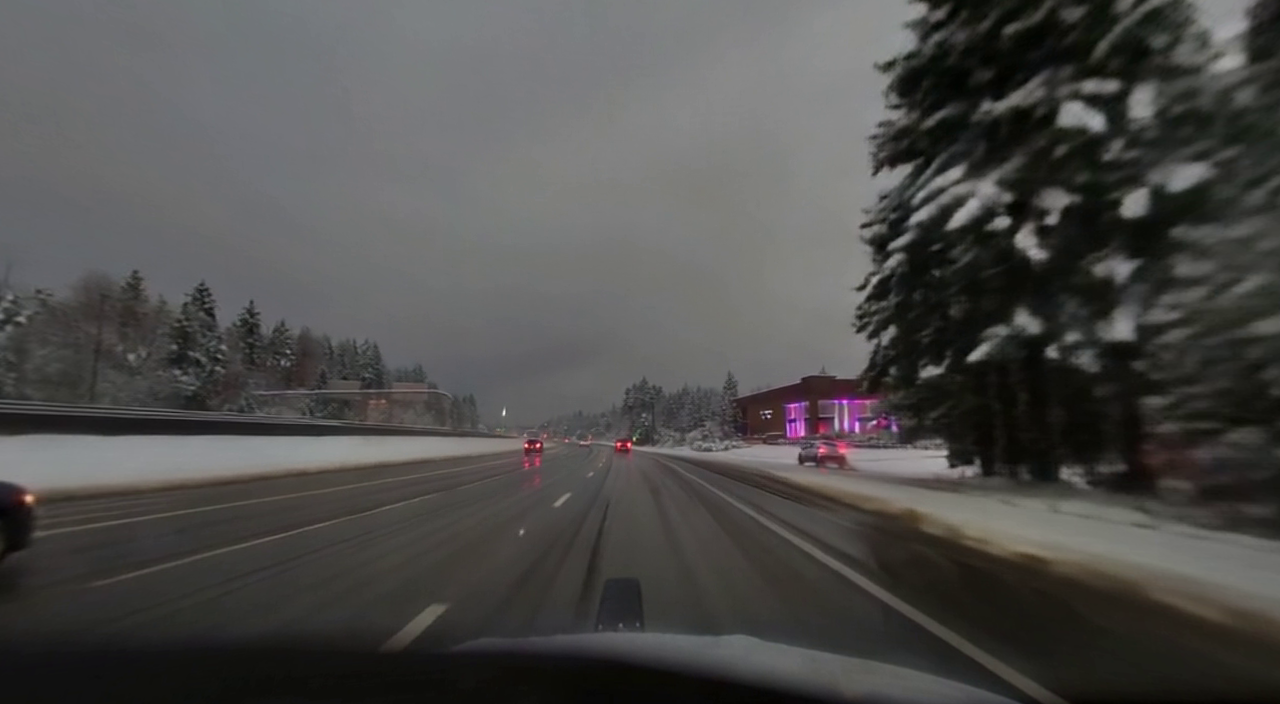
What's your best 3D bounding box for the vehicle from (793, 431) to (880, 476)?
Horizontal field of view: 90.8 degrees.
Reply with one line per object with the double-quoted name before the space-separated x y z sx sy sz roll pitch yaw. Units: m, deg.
"vehicle" 8.369 4.383 27.403 2.023 1.782 4.193 1 -9 -6
